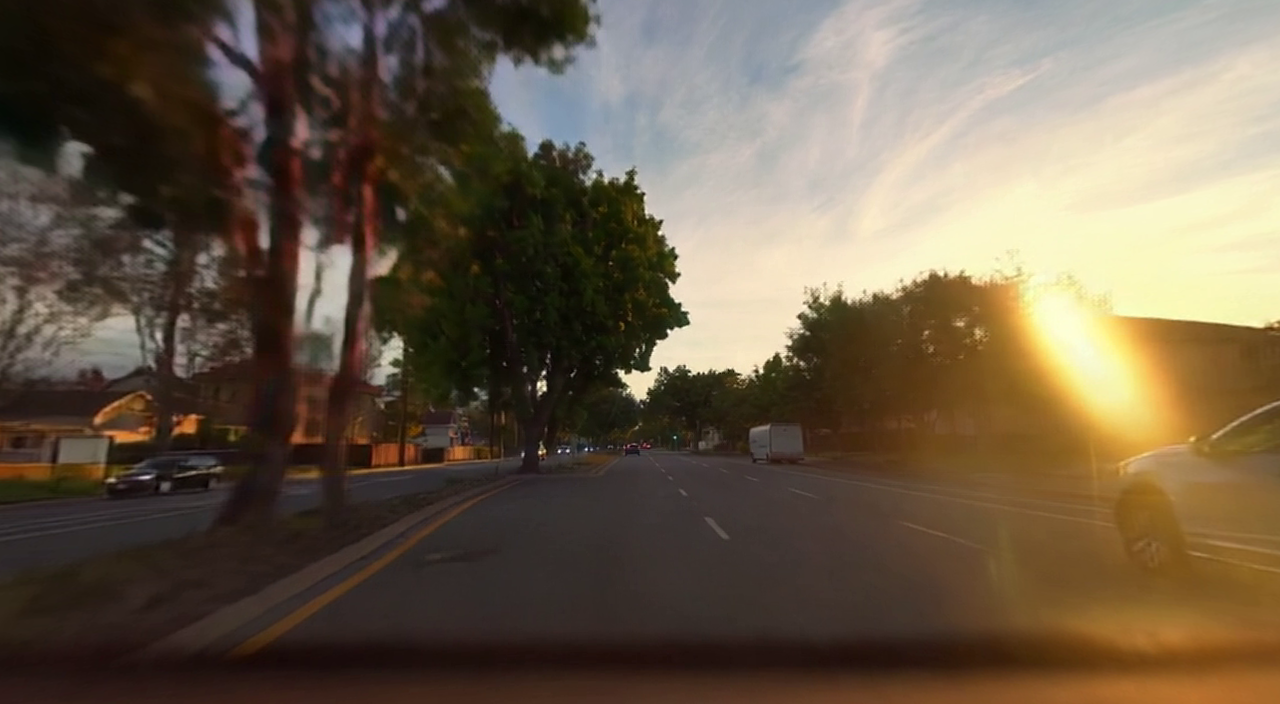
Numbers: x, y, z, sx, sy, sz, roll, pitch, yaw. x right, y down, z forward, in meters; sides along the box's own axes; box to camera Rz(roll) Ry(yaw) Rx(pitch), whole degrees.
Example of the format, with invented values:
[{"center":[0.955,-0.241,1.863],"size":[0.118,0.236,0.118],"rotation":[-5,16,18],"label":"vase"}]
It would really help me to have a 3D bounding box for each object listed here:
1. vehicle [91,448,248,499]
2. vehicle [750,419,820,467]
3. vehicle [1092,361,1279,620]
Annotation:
[{"center":[-19.486,5.000,26.633],"size":[2.146,1.848,5.680],"rotation":[-1,-9,1],"label":"vehicle"},{"center":[10.170,6.523,45.436],"size":[2.842,2.993,8.104],"rotation":[-3,-8,-1],"label":"vehicle"},{"center":[6.157,0.876,3.646],"size":[2.493,1.956,6.125],"rotation":[0,-9,-1],"label":"vehicle"}]
